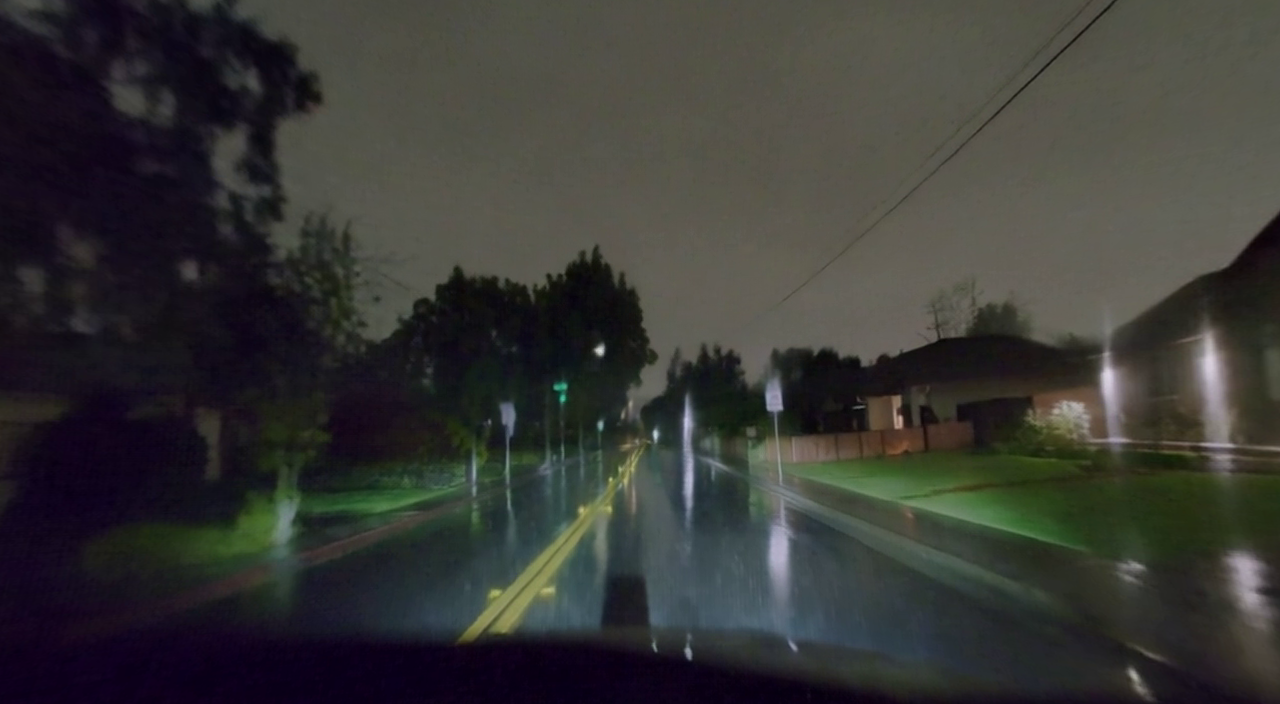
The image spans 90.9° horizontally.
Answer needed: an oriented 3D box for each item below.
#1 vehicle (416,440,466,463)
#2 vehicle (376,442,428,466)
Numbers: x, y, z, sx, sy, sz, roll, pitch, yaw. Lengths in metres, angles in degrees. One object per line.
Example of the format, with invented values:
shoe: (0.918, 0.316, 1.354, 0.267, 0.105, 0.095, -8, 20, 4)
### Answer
vehicle: (-13.836, 6.936, 44.142, 1.830, 1.495, 4.641, 0, -9, 2)
vehicle: (-16.691, 7.123, 44.357, 1.903, 1.500, 4.214, -2, -8, 2)
